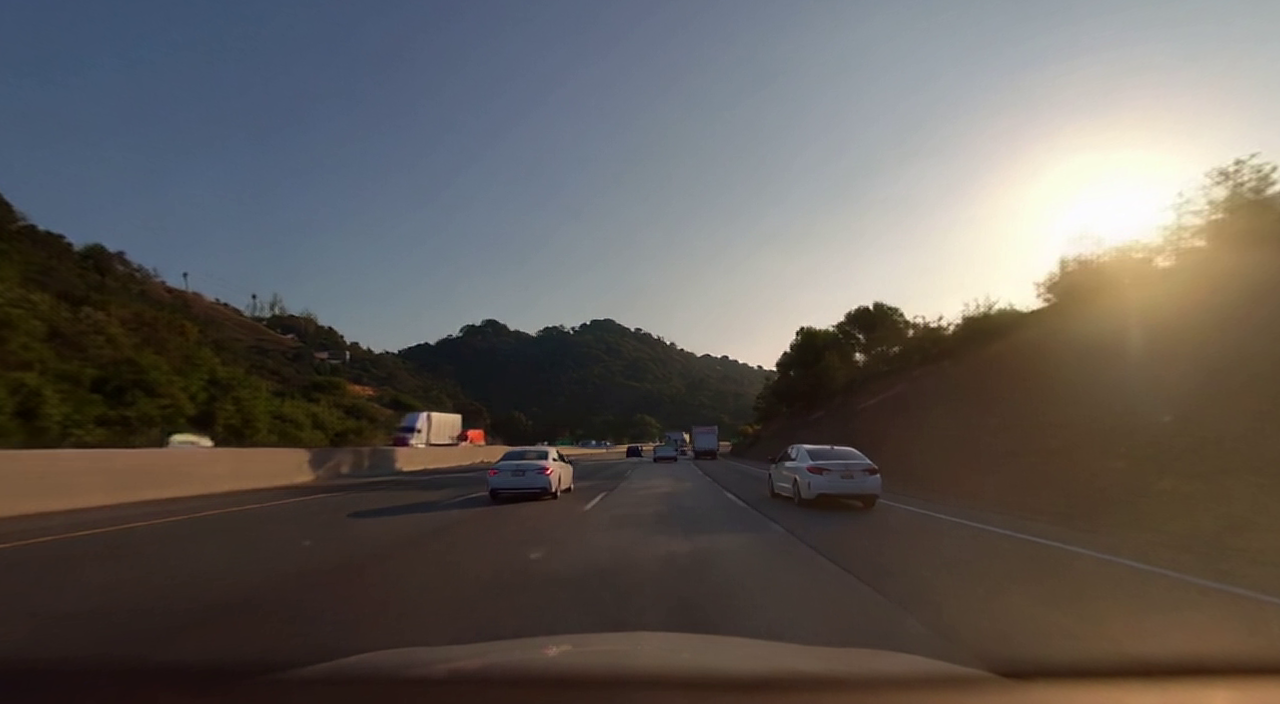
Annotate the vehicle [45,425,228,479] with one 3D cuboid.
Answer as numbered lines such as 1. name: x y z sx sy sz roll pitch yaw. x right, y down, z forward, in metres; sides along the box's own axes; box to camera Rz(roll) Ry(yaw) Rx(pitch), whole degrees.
1. vehicle: -19.657 3.952 25.181 2.290 1.837 6.023 -2 -8 1

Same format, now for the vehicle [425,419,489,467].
1. vehicle: -10.637 5.311 36.800 2.562 2.559 3.019 -4 -9 7

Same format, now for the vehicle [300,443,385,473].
1. vehicle: -16.054 5.722 34.368 2.140 1.483 4.828 -1 -8 2

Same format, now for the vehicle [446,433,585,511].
1. vehicle: -2.636 2.679 14.680 2.031 1.491 4.792 -1 -8 3

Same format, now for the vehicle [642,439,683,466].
1. vehicle: 1.302 5.651 35.616 2.202 1.467 3.929 -1 -8 3

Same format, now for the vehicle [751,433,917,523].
1. vehicle: 3.629 2.422 12.731 2.013 1.464 4.317 0 -8 1
